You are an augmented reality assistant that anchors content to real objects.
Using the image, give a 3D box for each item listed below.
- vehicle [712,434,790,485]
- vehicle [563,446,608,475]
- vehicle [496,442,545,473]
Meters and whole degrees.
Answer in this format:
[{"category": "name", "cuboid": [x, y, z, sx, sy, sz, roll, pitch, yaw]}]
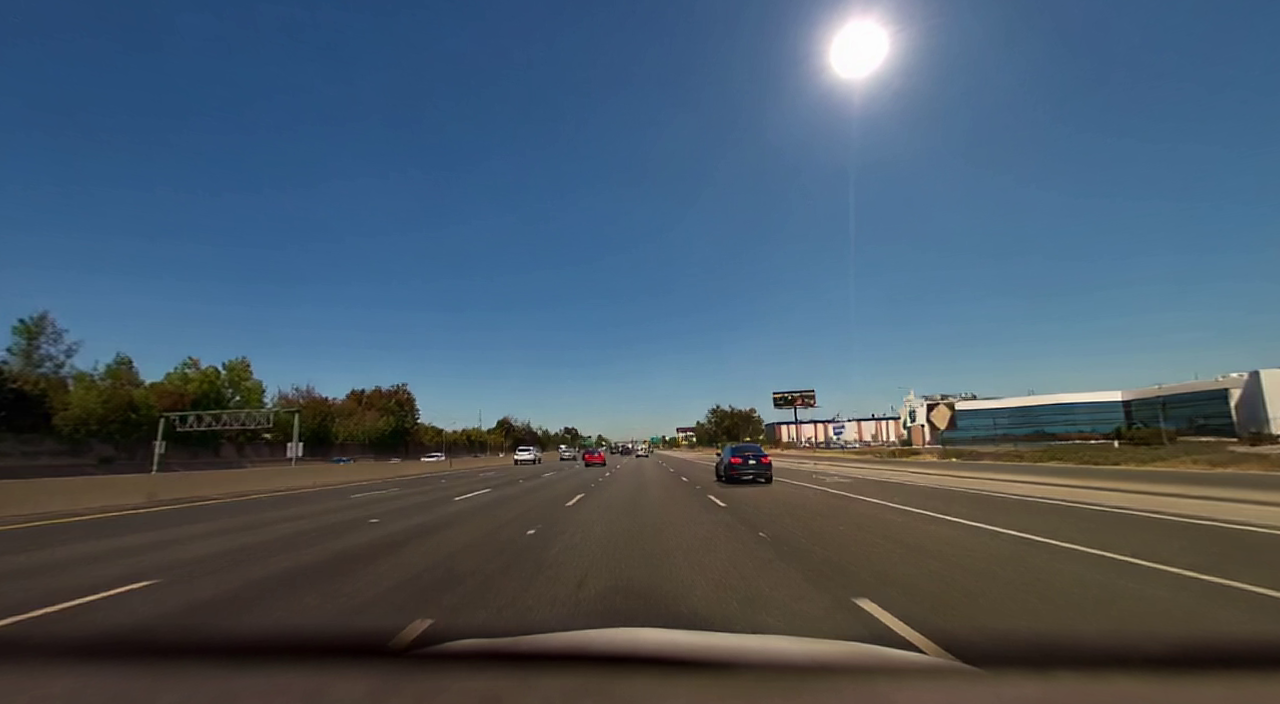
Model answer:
[{"category": "vehicle", "cuboid": [4.109, 4.096, 24.251, 2.109, 1.764, 4.704, 0, -9, 0]}, {"category": "vehicle", "cuboid": [-3.022, 6.165, 36.012, 2.139, 1.510, 4.506, 0, -9, 1]}, {"category": "vehicle", "cuboid": [-7.523, 6.707, 40.168, 2.112, 1.813, 4.716, -1, -9, 2]}]
